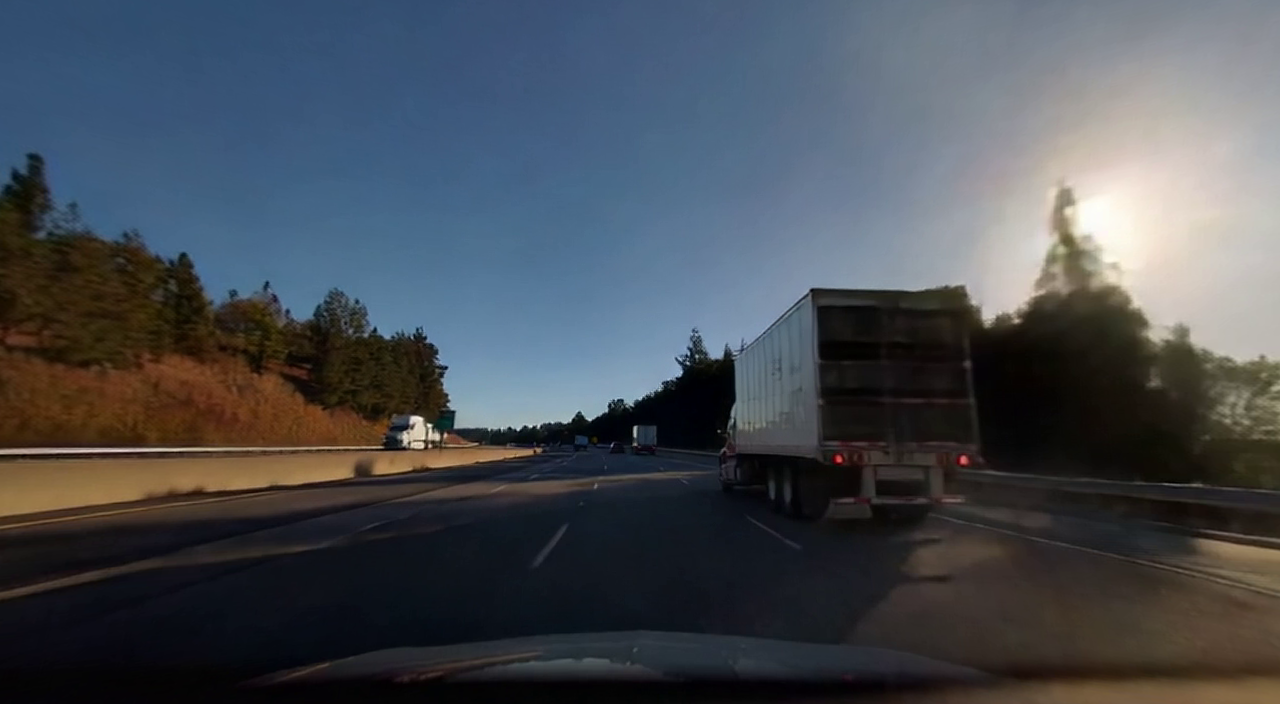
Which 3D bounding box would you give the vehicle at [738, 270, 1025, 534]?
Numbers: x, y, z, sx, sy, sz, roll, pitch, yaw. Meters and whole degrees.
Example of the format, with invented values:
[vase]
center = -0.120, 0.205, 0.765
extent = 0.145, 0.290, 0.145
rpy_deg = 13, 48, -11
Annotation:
[vehicle]
center = 4.263, 1.344, 13.772
extent = 2.826, 4.035, 8.369
rpy_deg = 0, -9, 0
